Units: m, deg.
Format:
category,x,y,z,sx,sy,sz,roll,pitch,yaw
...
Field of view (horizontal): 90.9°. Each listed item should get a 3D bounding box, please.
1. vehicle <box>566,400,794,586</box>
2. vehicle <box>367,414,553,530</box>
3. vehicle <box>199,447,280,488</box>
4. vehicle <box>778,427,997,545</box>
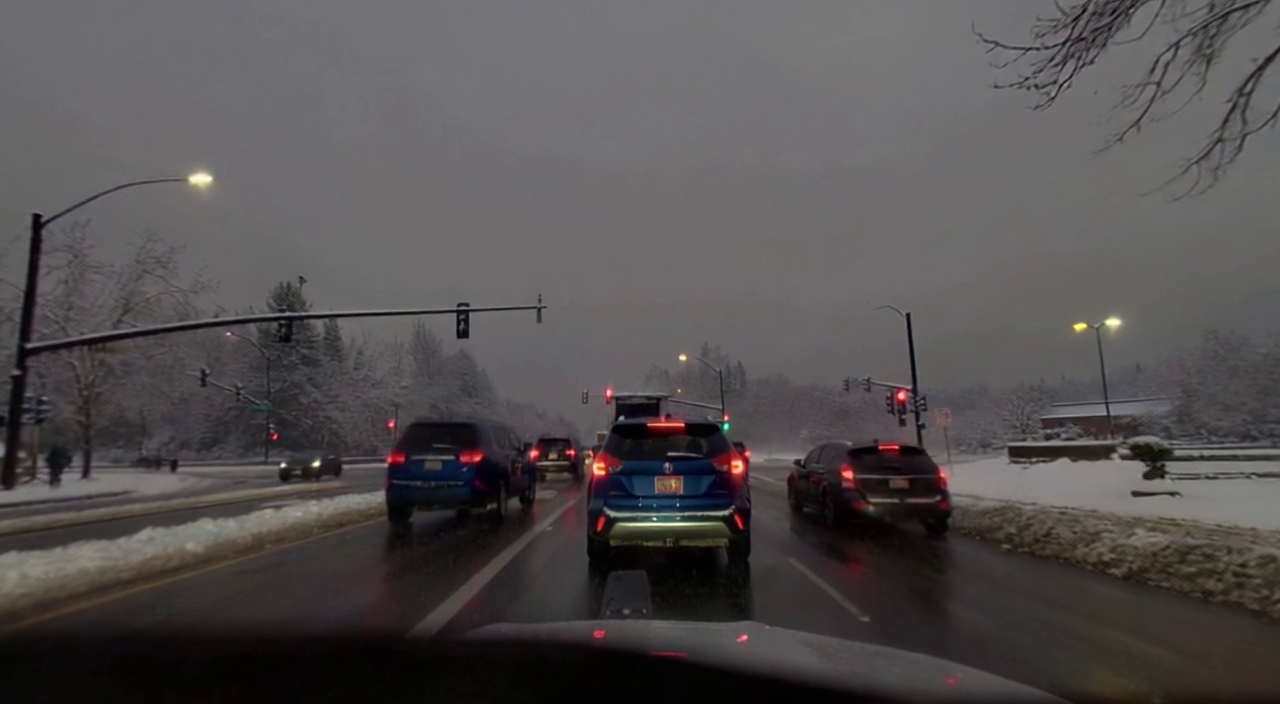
category,x,y,z,sx,sy,sz,roll,pitch,yaw
vehicle,0.374,1.669,8.274,2.172,1.764,4.338,0,-8,0
vehicle,-3.207,2.270,12.506,2.209,1.828,4.847,0,-9,0
vehicle,-17.578,4.988,27.583,4.395,1.636,1.926,-8,-12,44
vehicle,3.815,2.120,10.635,1.954,1.592,3.992,0,-8,-2
